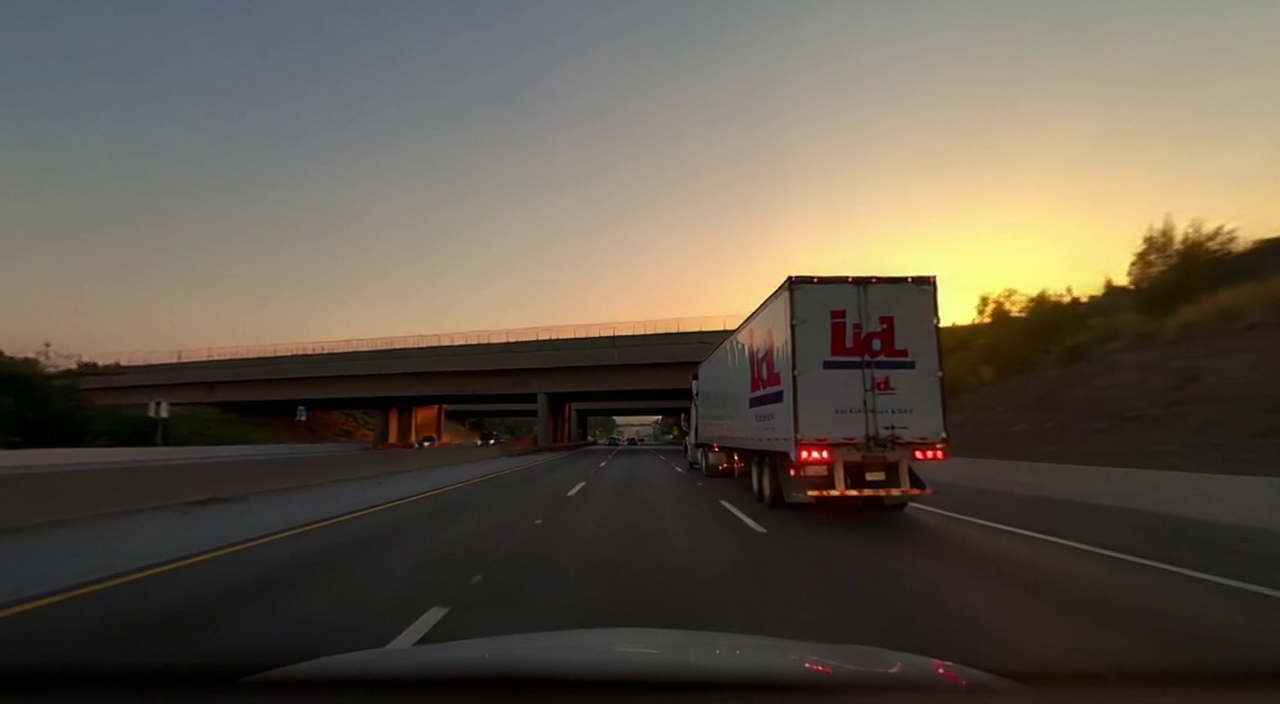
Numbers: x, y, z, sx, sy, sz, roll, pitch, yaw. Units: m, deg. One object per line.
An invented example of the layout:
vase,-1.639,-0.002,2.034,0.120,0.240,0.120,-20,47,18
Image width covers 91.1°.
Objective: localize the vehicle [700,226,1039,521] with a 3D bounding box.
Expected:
vehicle,3.889,1.222,16.216,3.034,4.194,14.704,0,-8,-1
